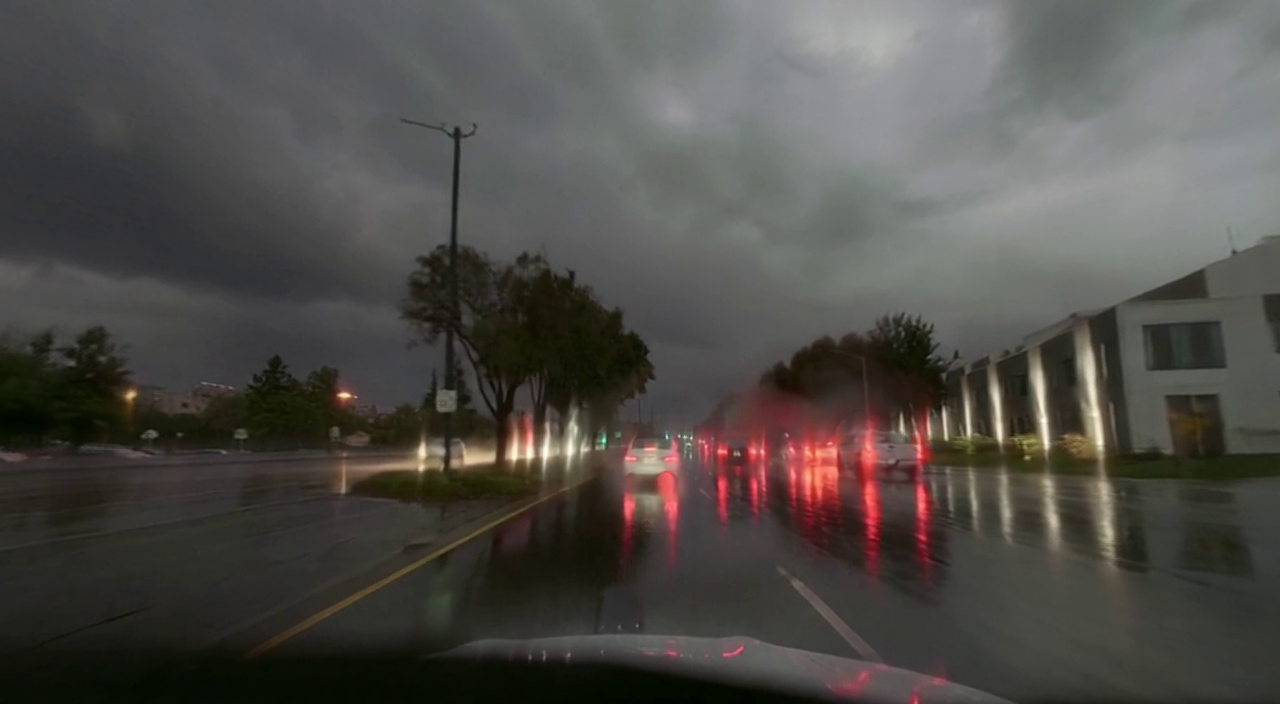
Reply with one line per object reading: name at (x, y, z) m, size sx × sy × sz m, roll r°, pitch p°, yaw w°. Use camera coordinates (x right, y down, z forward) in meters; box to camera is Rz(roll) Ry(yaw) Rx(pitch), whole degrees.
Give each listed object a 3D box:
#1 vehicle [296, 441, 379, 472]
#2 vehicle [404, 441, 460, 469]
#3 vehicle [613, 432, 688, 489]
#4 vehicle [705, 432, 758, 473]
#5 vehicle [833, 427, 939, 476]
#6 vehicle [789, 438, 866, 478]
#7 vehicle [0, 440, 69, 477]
vehicle at (-15.984, 5.518, 33.561) m, size 2.036 × 1.524 × 4.590 m, roll 0°, pitch -8°, yaw 1°
vehicle at (-12.473, 6.173, 38.014) m, size 1.869 × 1.549 × 4.675 m, roll 1°, pitch -8°, yaw -1°
vehicle at (0.352, 3.414, 20.189) m, size 2.145 × 1.603 × 4.369 m, roll 0°, pitch -8°, yaw 1°
vehicle at (4.308, 4.814, 30.233) m, size 1.976 × 1.796 × 4.159 m, roll 0°, pitch -8°, yaw 1°
vehicle at (11.527, 4.749, 30.256) m, size 2.493 × 2.084 × 6.892 m, roll 0°, pitch -8°, yaw 1°
vehicle at (7.682, 4.366, 26.205) m, size 1.928 × 1.488 × 4.361 m, roll 0°, pitch -8°, yaw 1°
vehicle at (-27.487, 4.621, 27.315) m, size 3.405 × 1.540 × 1.782 m, roll 2°, pitch -9°, yaw -8°
